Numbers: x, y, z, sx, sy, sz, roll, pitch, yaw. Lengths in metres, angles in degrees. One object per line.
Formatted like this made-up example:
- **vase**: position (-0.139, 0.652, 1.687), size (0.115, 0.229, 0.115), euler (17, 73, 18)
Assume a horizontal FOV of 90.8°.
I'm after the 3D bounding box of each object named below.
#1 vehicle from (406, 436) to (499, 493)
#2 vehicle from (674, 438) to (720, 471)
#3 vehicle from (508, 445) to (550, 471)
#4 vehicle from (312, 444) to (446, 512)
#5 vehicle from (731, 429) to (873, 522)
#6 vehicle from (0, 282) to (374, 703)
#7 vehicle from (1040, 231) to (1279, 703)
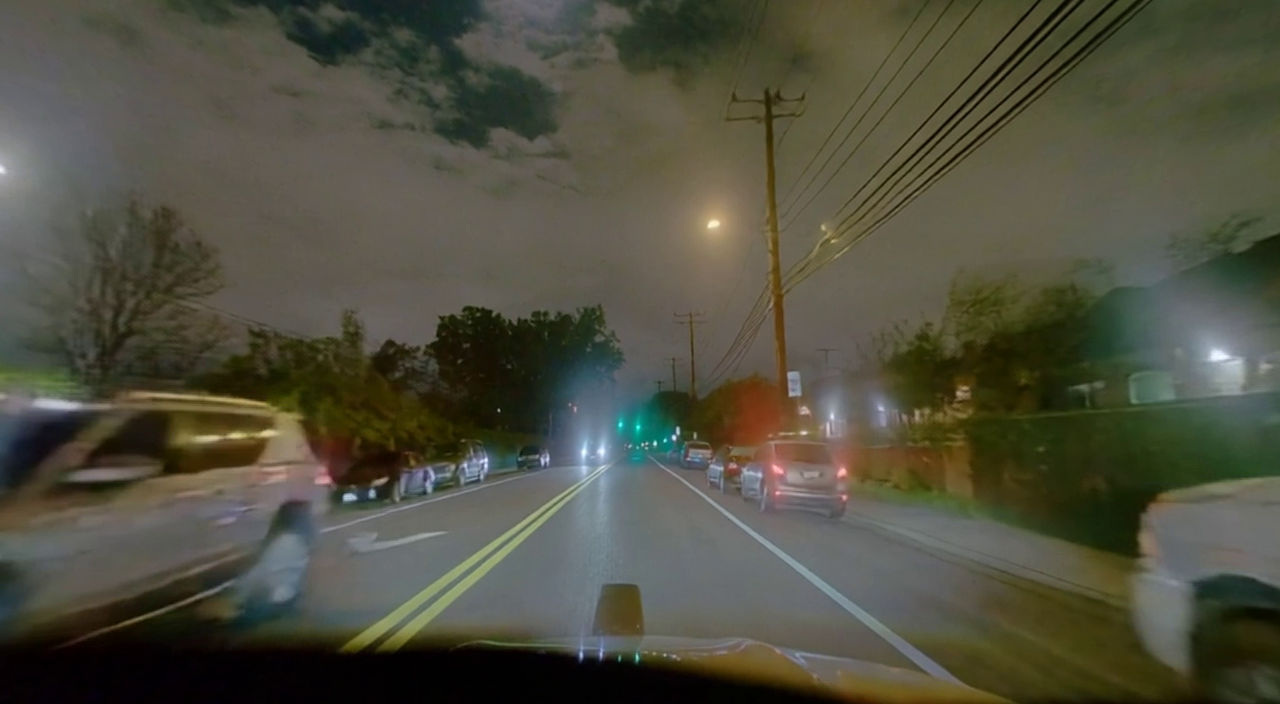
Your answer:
- **vehicle**: position (-6.819, 4.100, 23.567), size (2.014, 1.817, 4.639), euler (-1, -7, 0)
- **vehicle**: position (3.183, 5.868, 36.467), size (2.031, 1.762, 4.749), euler (0, -8, -2)
- **vehicle**: position (-7.090, 6.790, 40.711), size (1.843, 1.589, 4.416), euler (0, -9, 1)
- **vehicle**: position (-6.771, 3.265, 16.986), size (1.866, 1.487, 4.416), euler (-1, -8, -2)
- **vehicle**: position (3.162, 2.497, 13.300), size (1.826, 1.614, 4.241), euler (0, -9, 0)
- **vehicle**: position (-3.576, 0.859, 3.432), size (2.194, 1.935, 4.807), euler (0, -8, -1)
- **vehicle**: position (3.286, 0.409, 0.684), size (2.174, 2.049, 5.088), euler (0, -8, -2)
